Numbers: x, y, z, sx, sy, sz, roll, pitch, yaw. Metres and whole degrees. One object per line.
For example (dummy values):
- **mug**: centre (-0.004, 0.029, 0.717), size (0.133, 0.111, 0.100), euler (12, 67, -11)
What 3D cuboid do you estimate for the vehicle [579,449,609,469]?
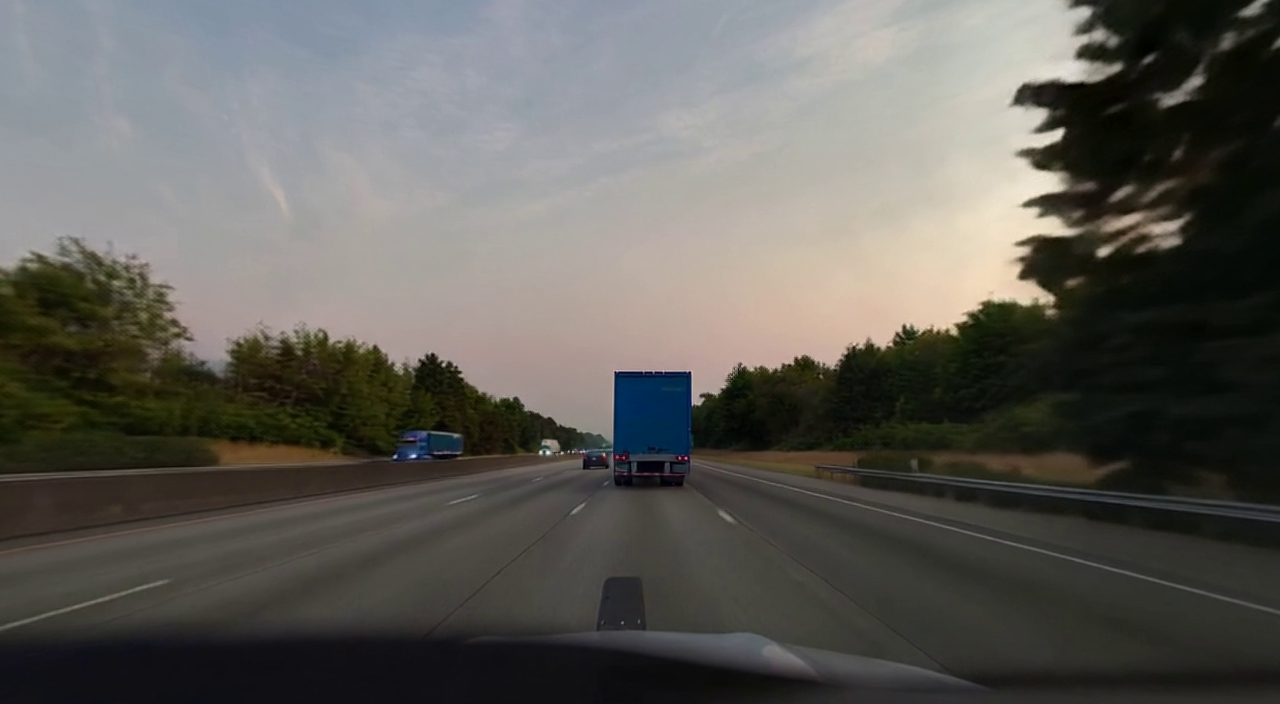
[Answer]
- **vehicle**: centre (-3.525, 8.249, 48.835), size (1.985, 1.482, 3.923), euler (0, -9, 0)

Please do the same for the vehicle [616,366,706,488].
- **vehicle**: centre (0.626, 3.209, 25.668), size (2.898, 3.973, 10.063), euler (0, -9, -1)
